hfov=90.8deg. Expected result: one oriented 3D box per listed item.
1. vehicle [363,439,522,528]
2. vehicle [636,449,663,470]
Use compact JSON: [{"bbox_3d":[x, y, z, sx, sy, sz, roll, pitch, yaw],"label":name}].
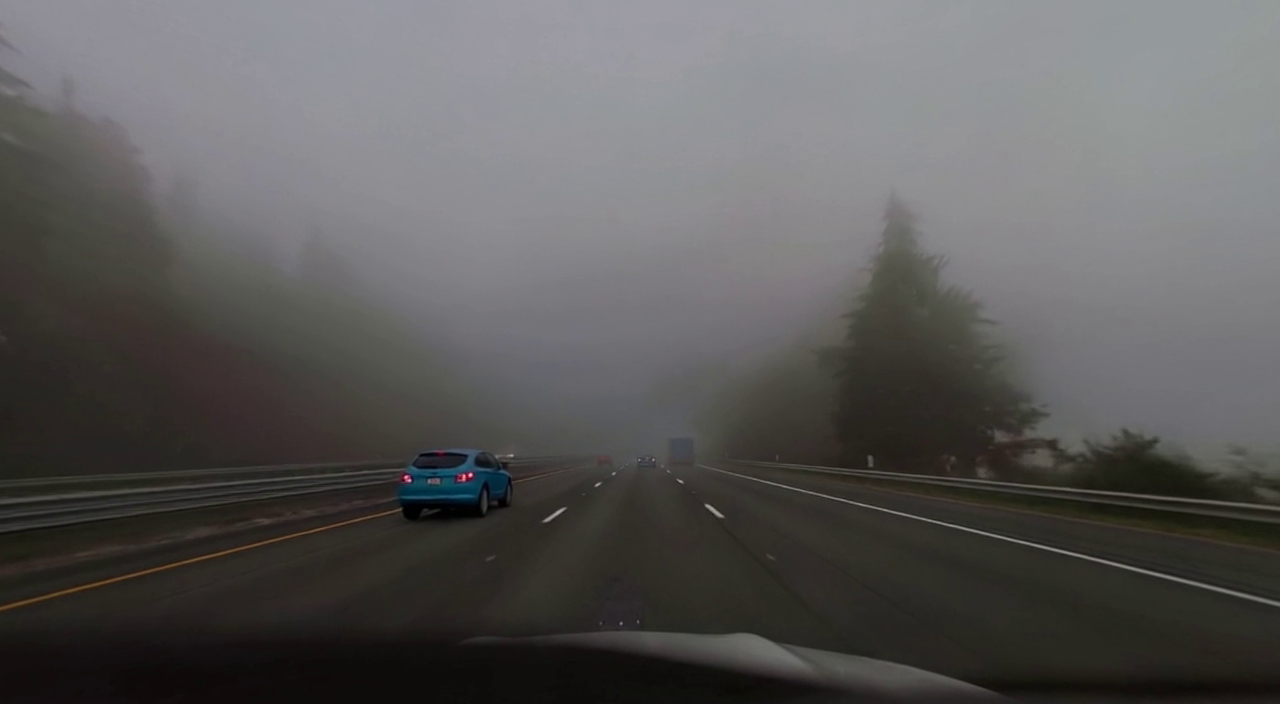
[{"bbox_3d":[-3.802,2.594,12.941,1.927,1.530,3.874,0,-9,1],"label":"vehicle"},{"bbox_3d":[0.760,8.412,49.615,2.006,1.586,3.915,0,-9,1],"label":"vehicle"}]
